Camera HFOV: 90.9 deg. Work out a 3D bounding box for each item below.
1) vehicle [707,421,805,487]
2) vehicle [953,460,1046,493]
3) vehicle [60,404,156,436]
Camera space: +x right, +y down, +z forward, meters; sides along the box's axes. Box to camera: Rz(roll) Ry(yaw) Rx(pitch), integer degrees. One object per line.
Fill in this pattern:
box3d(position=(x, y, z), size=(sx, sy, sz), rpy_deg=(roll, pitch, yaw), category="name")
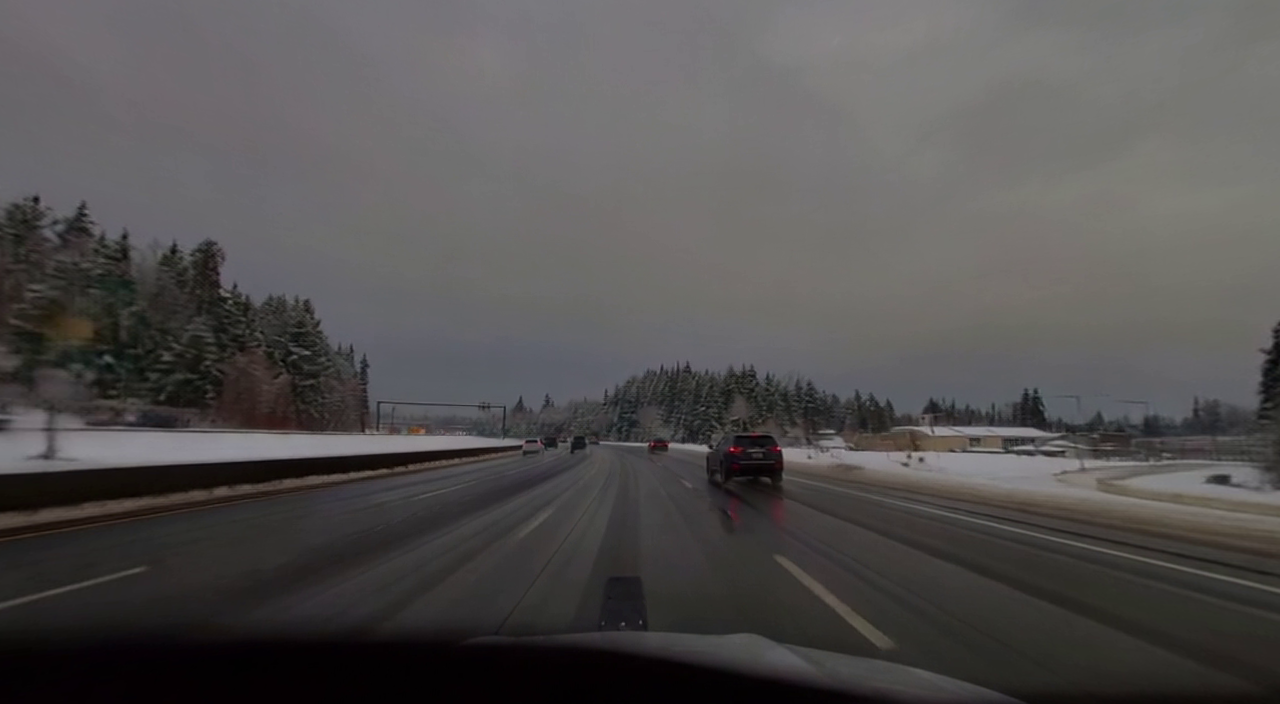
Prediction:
box3d(position=(3.402, 3.112, 19.443), size=(2.043, 1.795, 4.347), rpy_deg=(0, -8, -2), category="vehicle")
box3d(position=(20.268, 7.001, 35.828), size=(2.033, 1.580, 4.752), rpy_deg=(1, -8, -8), category="vehicle")
box3d(position=(-25.772, 3.347, 30.709), size=(1.606, 1.450, 3.588), rpy_deg=(0, -8, -3), category="vehicle")
